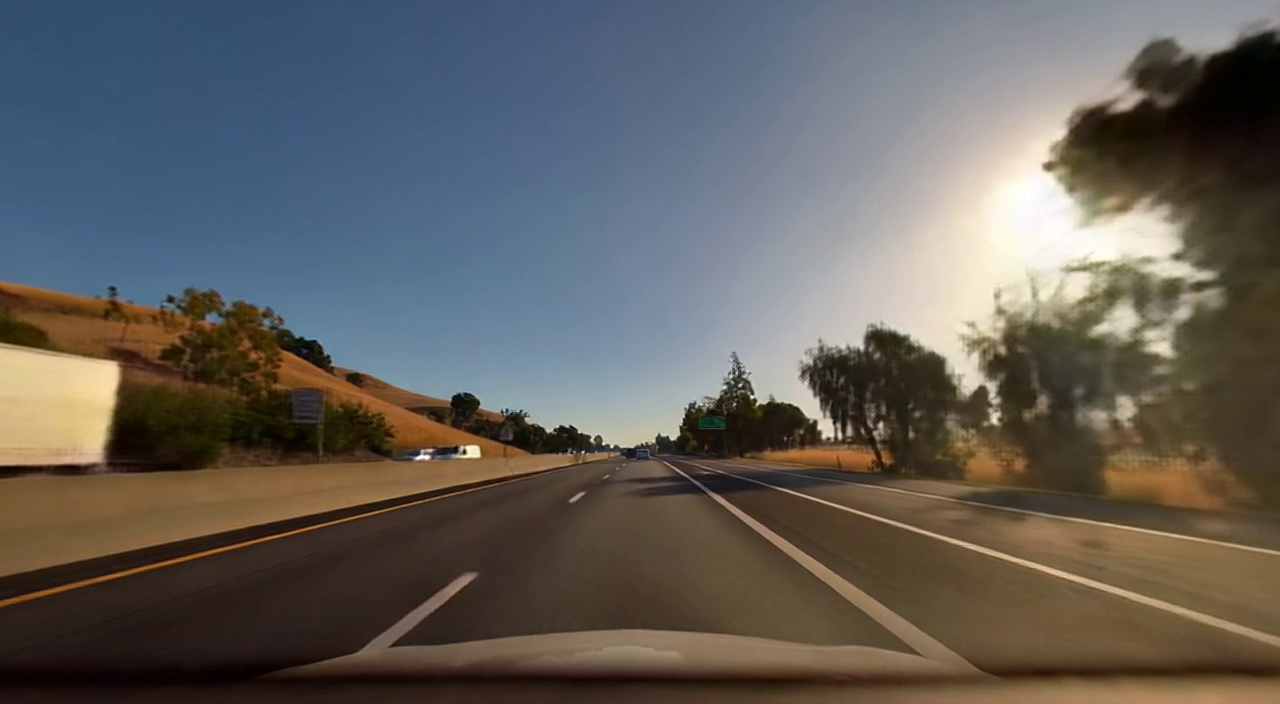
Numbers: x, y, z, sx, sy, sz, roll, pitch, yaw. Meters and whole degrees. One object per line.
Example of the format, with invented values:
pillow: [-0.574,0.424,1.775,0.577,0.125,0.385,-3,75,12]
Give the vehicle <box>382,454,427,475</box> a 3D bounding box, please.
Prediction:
vehicle: [-16.494,7.882,44.258,1.700,1.407,3.634,0,-9,0]
